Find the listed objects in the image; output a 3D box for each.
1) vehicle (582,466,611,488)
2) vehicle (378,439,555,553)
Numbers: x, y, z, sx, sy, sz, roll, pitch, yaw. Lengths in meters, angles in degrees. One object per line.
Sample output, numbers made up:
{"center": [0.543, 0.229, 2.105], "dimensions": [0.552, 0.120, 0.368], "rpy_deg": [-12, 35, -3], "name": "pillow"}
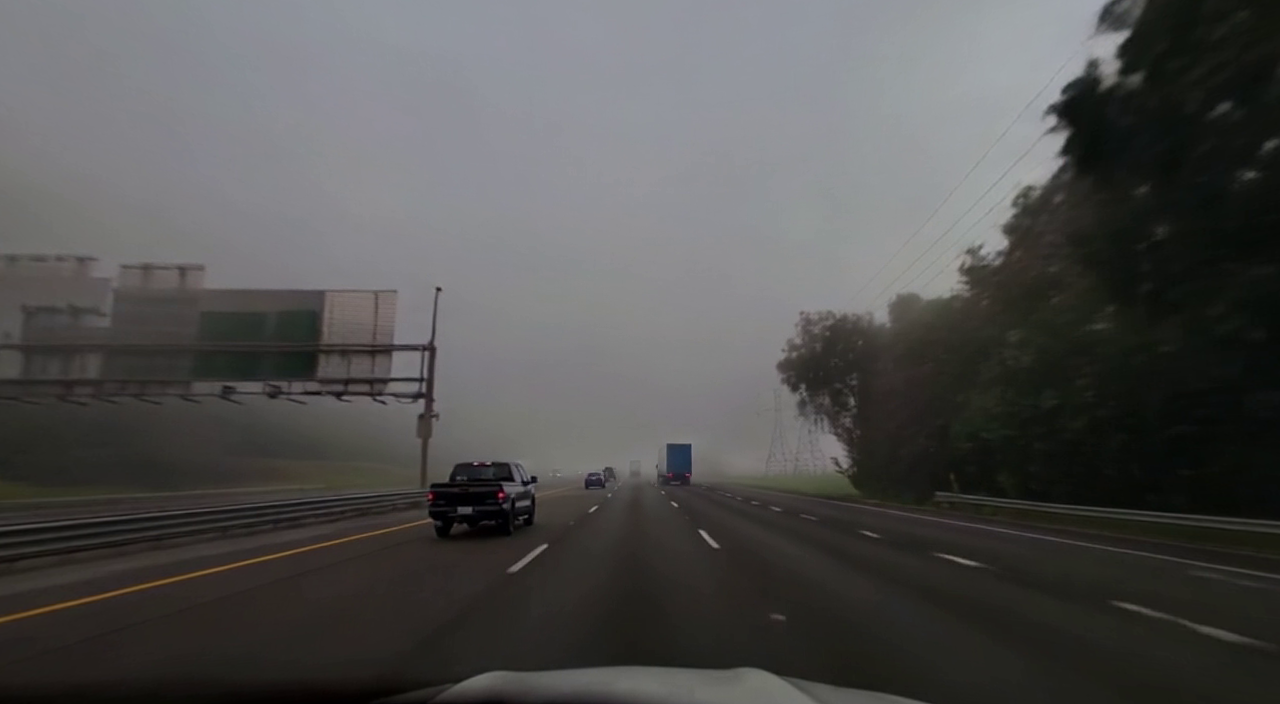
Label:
{"center": [-3.352, 9.817, 49.475], "dimensions": [1.942, 1.597, 3.943], "rpy_deg": [1, -11, 0], "name": "vehicle"}
{"center": [-3.007, 2.662, 12.084], "dimensions": [2.065, 1.722, 4.441], "rpy_deg": [1, -11, 0], "name": "vehicle"}
